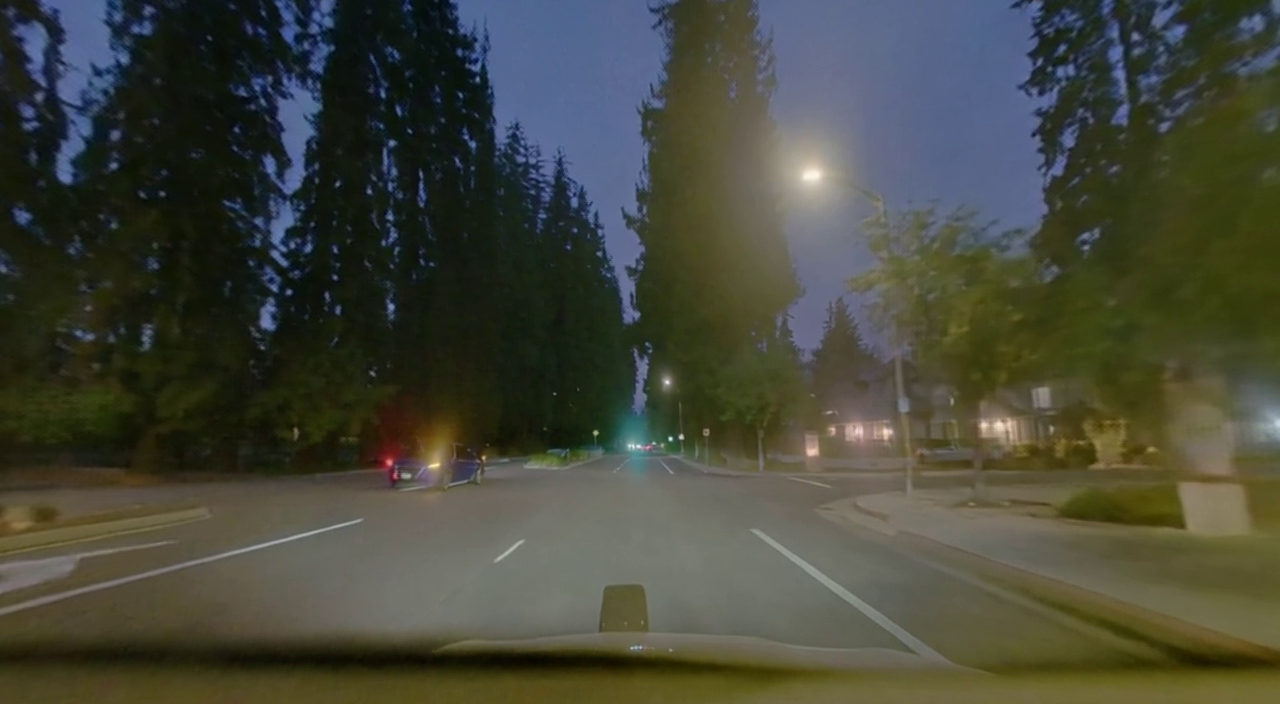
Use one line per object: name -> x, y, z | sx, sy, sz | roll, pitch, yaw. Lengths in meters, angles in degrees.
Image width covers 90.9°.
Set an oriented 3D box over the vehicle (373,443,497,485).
vehicle -> -9.128, 4.979, 28.334 | 2.170, 1.666, 4.788 | -8, -12, 43
